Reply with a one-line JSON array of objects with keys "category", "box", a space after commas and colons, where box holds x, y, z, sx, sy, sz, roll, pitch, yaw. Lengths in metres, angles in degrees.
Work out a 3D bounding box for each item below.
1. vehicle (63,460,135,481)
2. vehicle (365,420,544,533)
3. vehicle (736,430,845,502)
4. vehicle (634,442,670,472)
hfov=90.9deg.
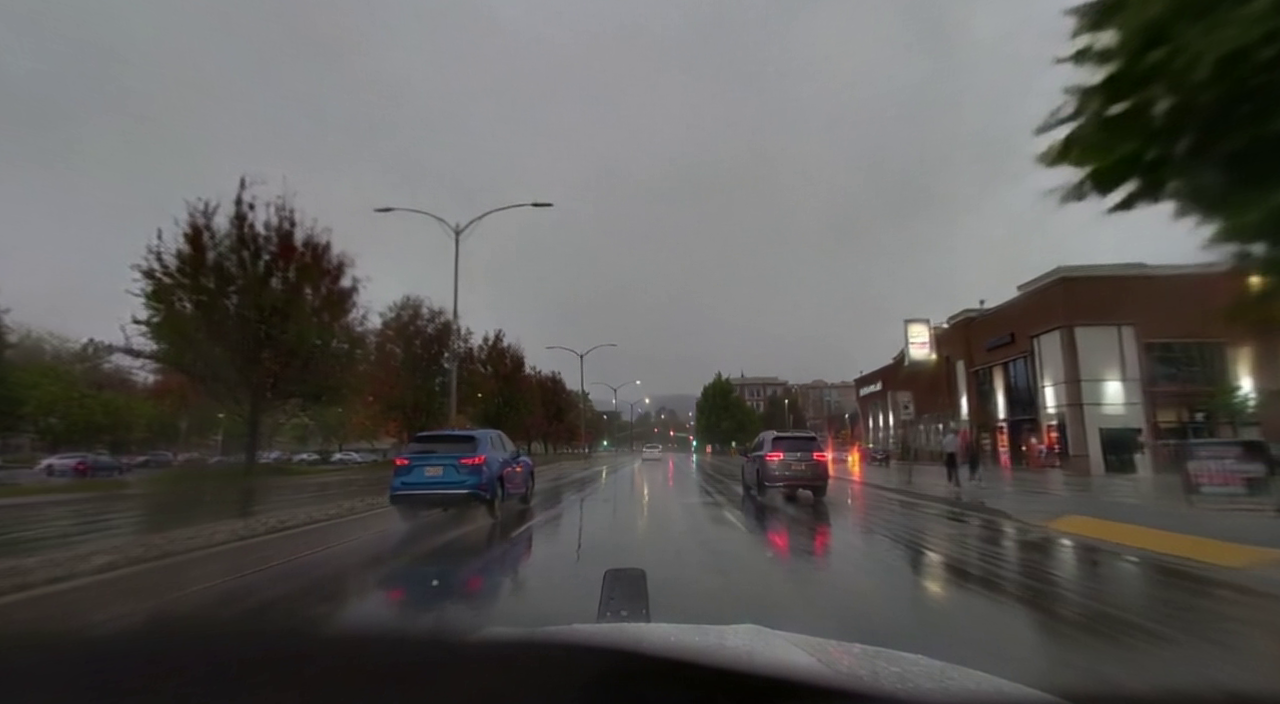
[{"category": "vehicle", "box": [-42.338, 9.282, 49.366, 3.983, 1.567, 1.860, 0, -8, 2]}, {"category": "vehicle", "box": [-3.358, 2.343, 12.511, 2.047, 1.810, 4.414, 0, -8, 2]}, {"category": "vehicle", "box": [4.093, 3.165, 17.946, 2.083, 1.779, 4.347, 0, -8, 1]}, {"category": "vehicle", "box": [0.741, 6.350, 38.269, 2.067, 1.702, 3.987, 0, -8, 2]}]
